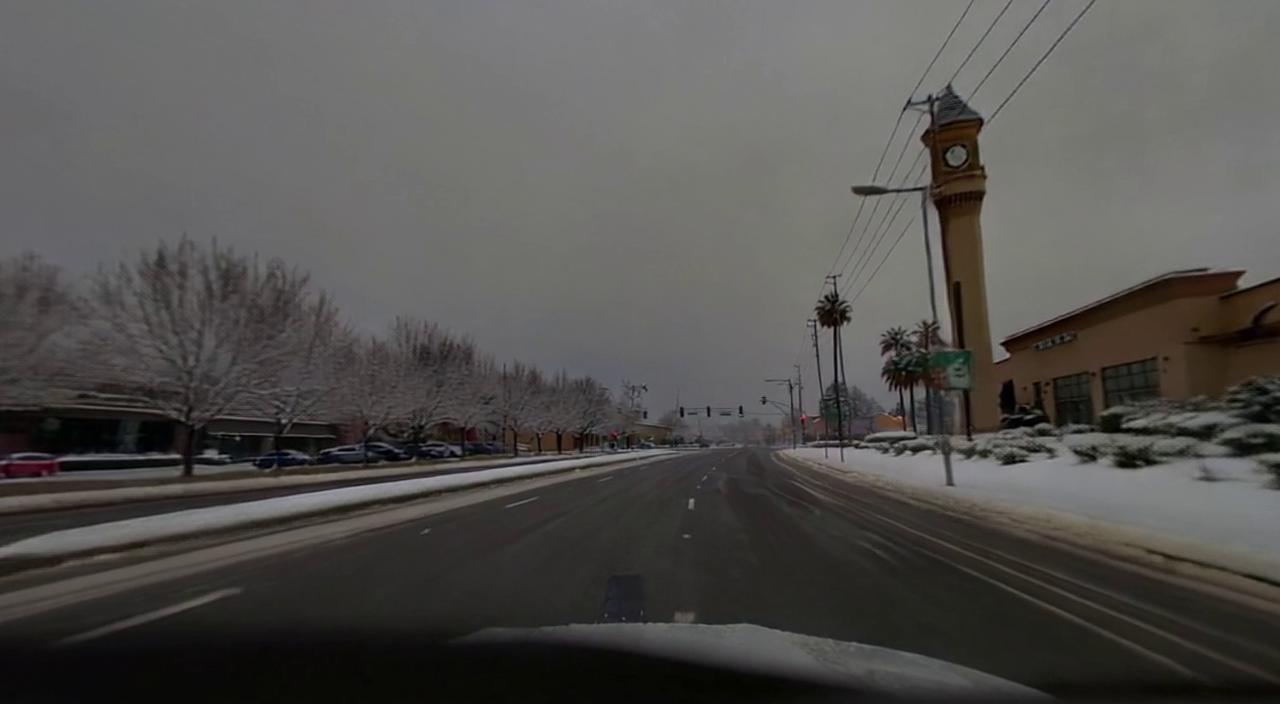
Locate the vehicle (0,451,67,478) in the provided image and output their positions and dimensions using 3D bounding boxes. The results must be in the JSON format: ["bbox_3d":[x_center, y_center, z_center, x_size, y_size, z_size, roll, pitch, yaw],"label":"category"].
[{"bbox_3d":[-36.088,6.448,36.087,4.525,1.492,1.950,-1,-9,5],"label":"vehicle"}]

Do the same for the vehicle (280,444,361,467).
[{"bbox_3d":[-21.492,6.957,42.321,4.440,1.541,1.851,-1,-9,3],"label":"vehicle"}]
